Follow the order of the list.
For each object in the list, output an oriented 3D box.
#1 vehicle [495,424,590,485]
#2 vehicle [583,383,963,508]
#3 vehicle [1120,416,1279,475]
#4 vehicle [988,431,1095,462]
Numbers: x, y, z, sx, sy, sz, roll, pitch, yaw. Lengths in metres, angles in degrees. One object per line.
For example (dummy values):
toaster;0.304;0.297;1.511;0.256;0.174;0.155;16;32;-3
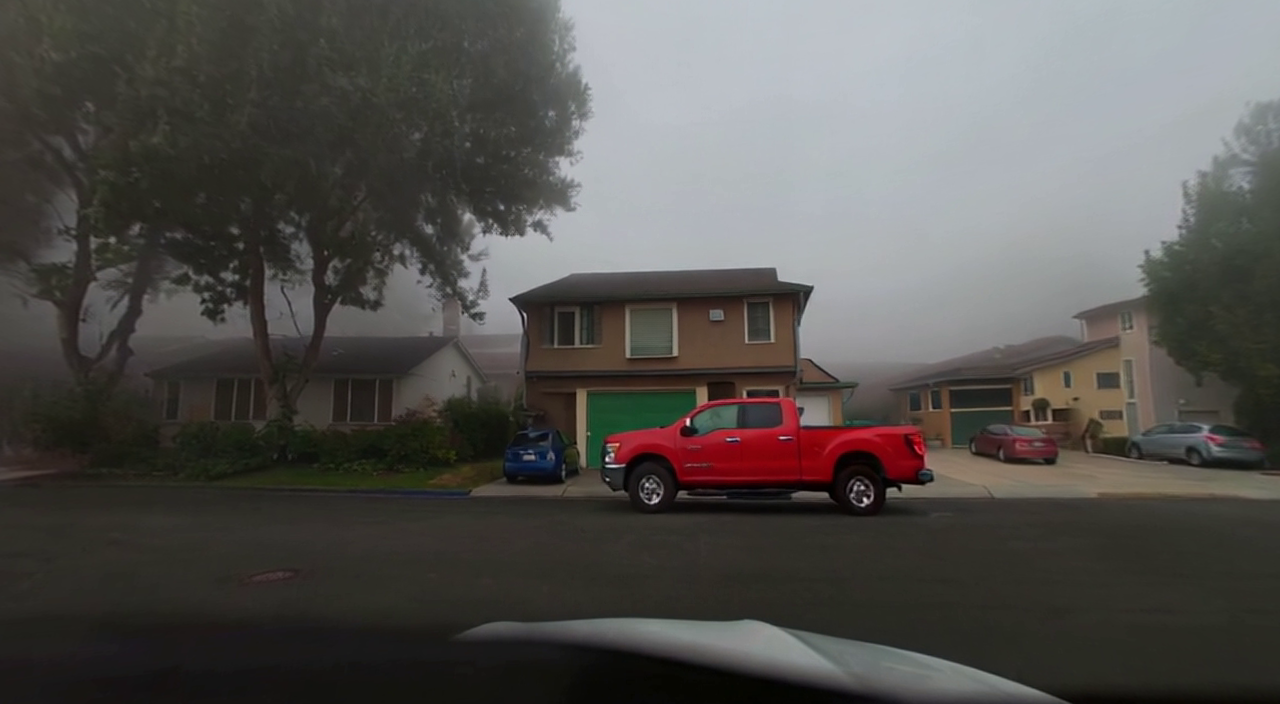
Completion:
vehicle;-2.872;3.076;19.446;1.869;1.460;3.826;-4;-5;6
vehicle;2.018;1.578;10.640;5.600;1.835;2.161;-1;-9;6
vehicle;17.789;2.944;19.826;3.770;1.496;1.951;3;-9;7
vehicle;19.284;4.554;30.402;3.897;1.416;1.703;-1;-9;7
